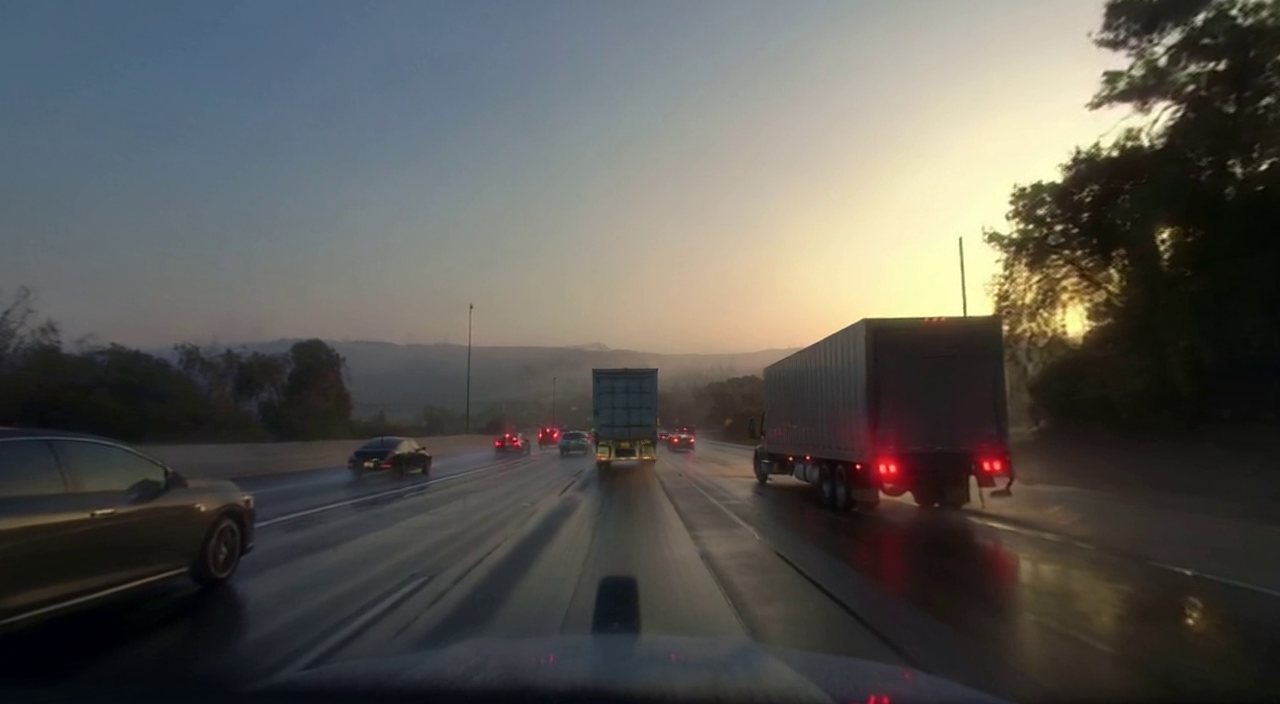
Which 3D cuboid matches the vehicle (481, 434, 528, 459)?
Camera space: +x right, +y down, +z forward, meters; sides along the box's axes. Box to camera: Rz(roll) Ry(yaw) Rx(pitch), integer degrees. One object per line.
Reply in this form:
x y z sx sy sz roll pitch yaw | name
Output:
-8.613 6.025 40.285 2.019 1.471 4.347 0 -8 0 | vehicle

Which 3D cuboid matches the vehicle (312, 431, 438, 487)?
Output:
-7.783 3.149 18.995 1.909 1.479 4.425 0 -8 0 | vehicle

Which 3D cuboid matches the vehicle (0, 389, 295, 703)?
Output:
-3.871 0.997 3.378 1.882 1.493 3.828 0 -8 -1 | vehicle

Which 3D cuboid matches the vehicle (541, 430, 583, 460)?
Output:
-4.530 5.471 37.104 1.986 1.612 4.155 0 -8 0 | vehicle

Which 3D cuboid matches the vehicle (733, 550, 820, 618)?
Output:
5.430 9.333 25.500 2.835 2.000 2.696 0 -8 -2 | vehicle

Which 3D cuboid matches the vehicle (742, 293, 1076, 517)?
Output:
5.830 1.815 18.057 2.863 3.936 14.058 0 -8 -2 | vehicle

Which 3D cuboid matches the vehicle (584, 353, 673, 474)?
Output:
-0.528 2.688 26.042 2.938 4.033 9.980 0 -8 -2 | vehicle
